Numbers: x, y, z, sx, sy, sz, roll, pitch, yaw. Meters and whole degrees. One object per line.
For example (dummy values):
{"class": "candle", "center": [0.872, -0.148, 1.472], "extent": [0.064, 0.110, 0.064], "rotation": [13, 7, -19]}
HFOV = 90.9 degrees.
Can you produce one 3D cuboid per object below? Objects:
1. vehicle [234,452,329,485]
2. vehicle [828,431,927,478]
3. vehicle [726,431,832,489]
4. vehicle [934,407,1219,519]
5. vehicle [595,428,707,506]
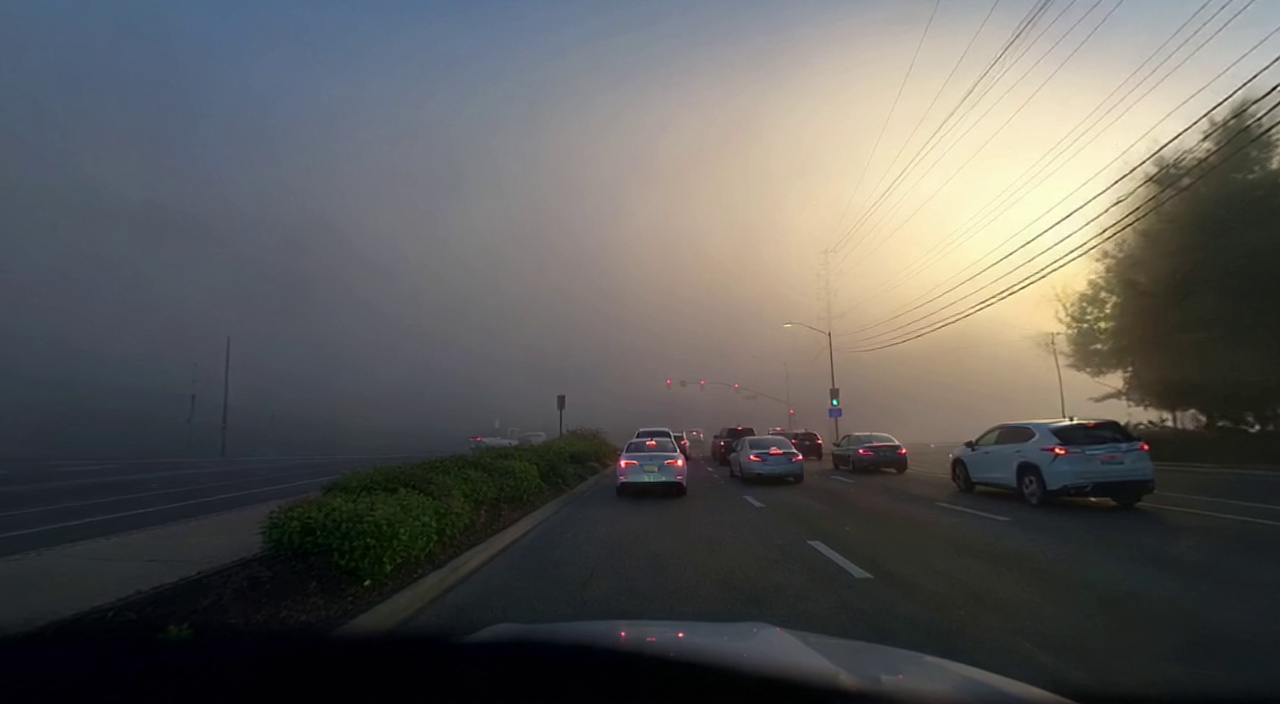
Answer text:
{"class": "vehicle", "center": [-17.349, 5.632, 30.777], "extent": [1.986, 1.404, 4.177], "rotation": [-1, -8, 4]}
{"class": "vehicle", "center": [8.181, 3.580, 22.235], "extent": [1.905, 1.483, 4.469], "rotation": [-1, -8, 2]}
{"class": "vehicle", "center": [3.826, 3.068, 18.232], "extent": [2.028, 1.454, 4.531], "rotation": [0, -8, 0]}
{"class": "vehicle", "center": [8.306, 2.186, 12.856], "extent": [2.195, 1.802, 5.051], "rotation": [0, -8, 1]}
{"class": "vehicle", "center": [0.244, 2.597, 14.660], "extent": [2.208, 1.498, 4.401], "rotation": [0, -8, 1]}
